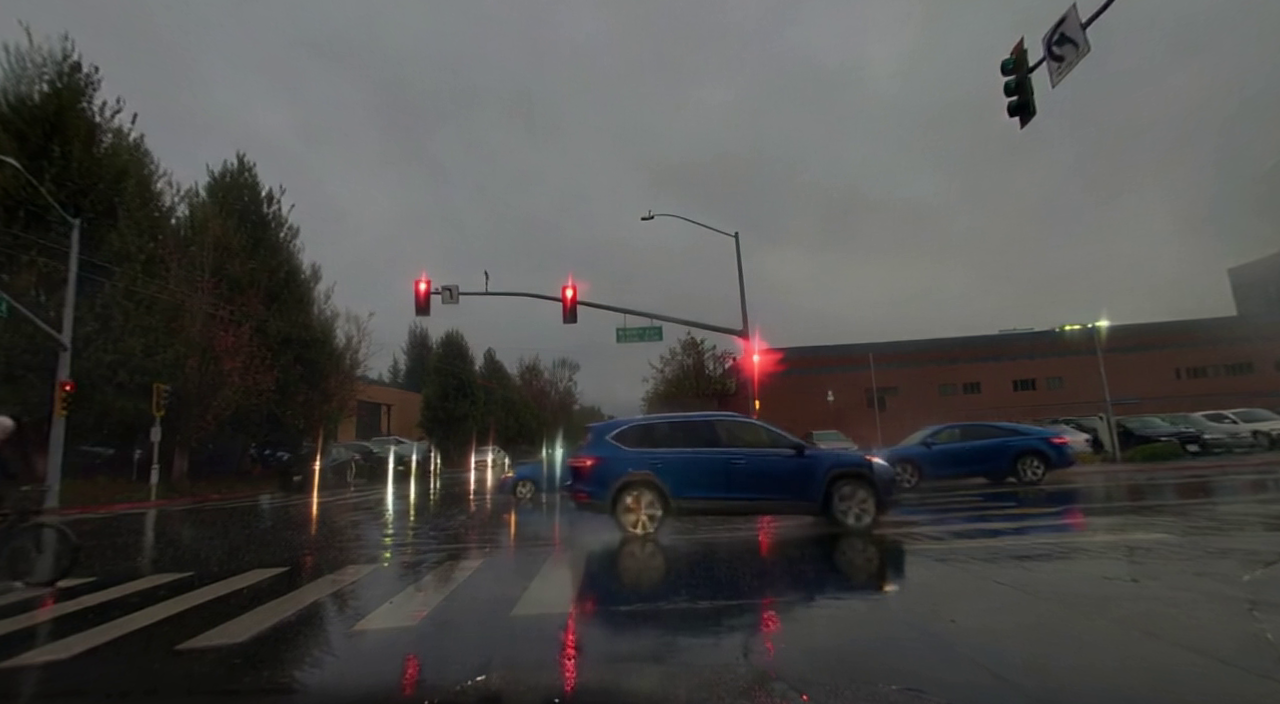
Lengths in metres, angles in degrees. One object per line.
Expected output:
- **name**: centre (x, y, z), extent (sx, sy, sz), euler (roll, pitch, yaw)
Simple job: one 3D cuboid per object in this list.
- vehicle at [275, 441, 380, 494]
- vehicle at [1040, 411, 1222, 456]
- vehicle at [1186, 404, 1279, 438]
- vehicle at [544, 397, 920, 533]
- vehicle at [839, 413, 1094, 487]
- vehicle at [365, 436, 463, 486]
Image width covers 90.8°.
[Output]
- **vehicle**: centre (-13.729, 5.056, 28.147), extent (2.251, 1.957, 4.968), euler (-4, -9, -1)
- **vehicle**: centre (16.961, 2.904, 22.106), extent (4.560, 1.453, 1.851), euler (-3, -9, 18)
- **vehicle**: centre (34.911, 4.015, 36.641), extent (4.326, 1.511, 1.725), euler (-8, -9, 17)
- **vehicle**: centre (1.278, 1.748, 9.840), extent (5.122, 1.781, 2.098), euler (-2, -9, 6)
- **vehicle**: centre (6.724, 2.143, 13.530), extent (4.385, 1.419, 1.855), euler (-1, -12, 7)
- **vehicle**: centre (-10.172, 4.949, 29.056), extent (2.475, 1.940, 5.702), euler (-3, -9, 0)
